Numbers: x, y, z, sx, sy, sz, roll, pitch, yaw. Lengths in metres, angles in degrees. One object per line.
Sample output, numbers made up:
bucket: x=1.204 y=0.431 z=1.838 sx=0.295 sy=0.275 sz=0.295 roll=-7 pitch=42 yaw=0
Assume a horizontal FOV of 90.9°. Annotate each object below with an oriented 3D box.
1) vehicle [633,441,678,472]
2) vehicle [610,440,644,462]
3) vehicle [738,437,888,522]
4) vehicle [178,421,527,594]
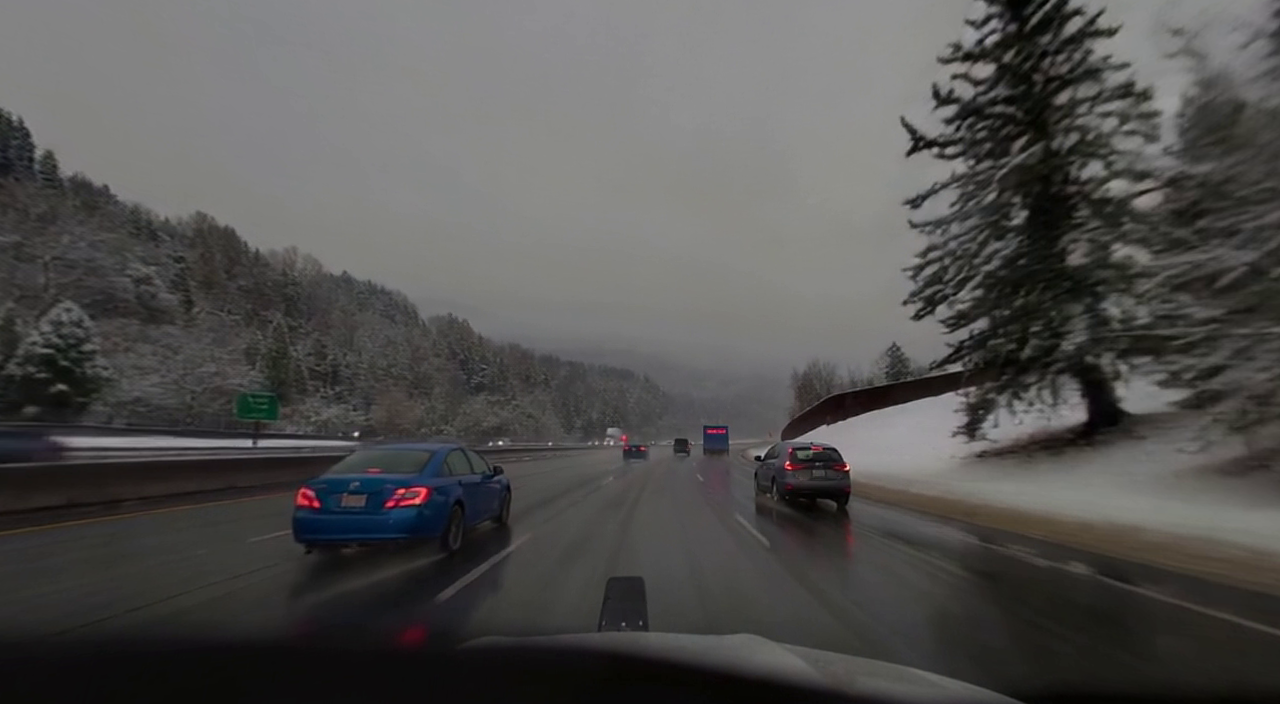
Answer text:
vehicle: x=0.877 y=5.415 z=32.931 sx=2.202 sy=1.467 sz=3.929 roll=-1 pitch=-8 yaw=4
vehicle: x=-0.913 y=7.410 z=47.306 sx=2.010 sy=1.482 sz=4.230 roll=0 pitch=-8 yaw=5
vehicle: x=3.428 y=2.602 z=13.486 sx=2.013 sy=1.464 sz=4.317 roll=1 pitch=-8 yaw=0
vehicle: x=-2.951 y=1.712 z=7.957 sx=2.031 sy=1.491 sz=4.792 roll=0 pitch=-8 yaw=2
